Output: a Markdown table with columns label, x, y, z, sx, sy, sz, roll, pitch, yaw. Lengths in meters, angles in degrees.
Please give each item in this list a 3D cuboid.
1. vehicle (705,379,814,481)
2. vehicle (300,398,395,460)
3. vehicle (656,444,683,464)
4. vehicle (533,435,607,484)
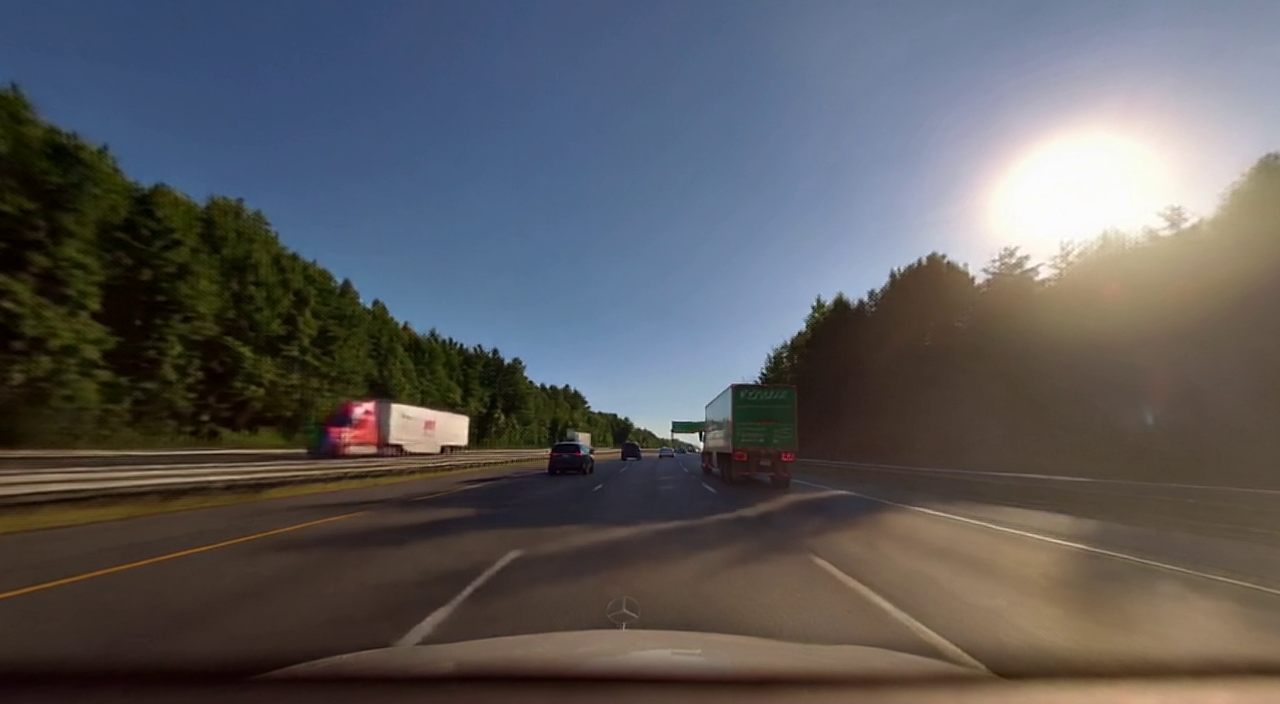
| label | x | y | z | sx | sy | sz | roll | pitch | yaw |
| --- | --- | --- | --- | --- | --- | --- | --- | --- | --- |
| vehicle | 5.418 | 4.113 | 31.807 | 3.057 | 3.993 | 13.914 | 0 | -9 | 1 |
| vehicle | -19.501 | 5.276 | 42.455 | 3.086 | 3.842 | 5.980 | -1 | -9 | 4 |
| vehicle | 2.334 | 7.947 | 49.194 | 1.990 | 1.537 | 3.725 | -1 | -9 | 3 |
| vehicle | -2.621 | 4.158 | 24.644 | 2.205 | 1.728 | 4.397 | 0 | -9 | 2 |
